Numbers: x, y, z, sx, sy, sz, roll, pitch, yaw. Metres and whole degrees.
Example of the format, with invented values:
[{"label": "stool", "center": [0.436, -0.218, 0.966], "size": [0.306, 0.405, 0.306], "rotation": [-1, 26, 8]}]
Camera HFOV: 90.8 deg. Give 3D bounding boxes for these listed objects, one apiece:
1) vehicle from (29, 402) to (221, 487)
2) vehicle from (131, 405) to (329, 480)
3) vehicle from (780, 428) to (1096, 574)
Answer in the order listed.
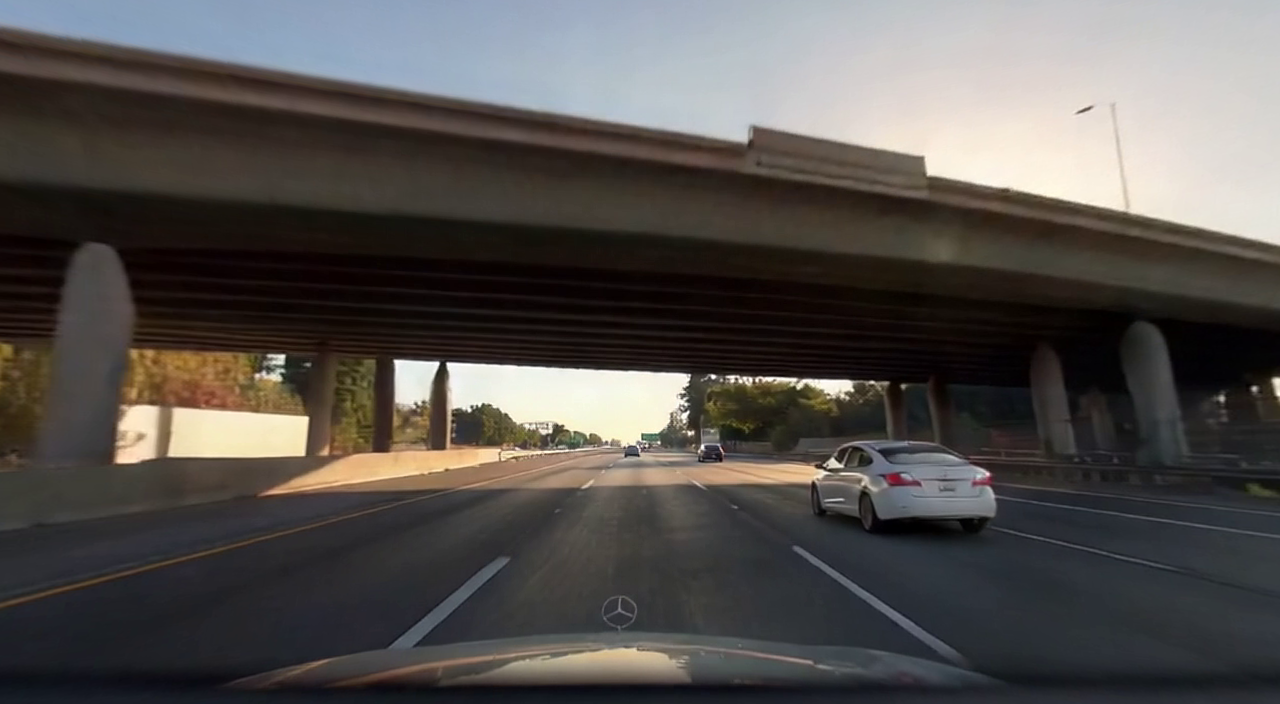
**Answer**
[{"label": "vehicle", "center": [-27.157, 5.001, 34.153], "size": [3.020, 3.976, 8.549], "rotation": [0, -9, 0]}, {"label": "vehicle", "center": [-27.263, 6.338, 44.009], "size": [2.909, 4.186, 16.546], "rotation": [0, -9, 0]}, {"label": "vehicle", "center": [3.562, 1.862, 8.784], "size": [2.076, 1.472, 4.562], "rotation": [0, -9, -1]}]
